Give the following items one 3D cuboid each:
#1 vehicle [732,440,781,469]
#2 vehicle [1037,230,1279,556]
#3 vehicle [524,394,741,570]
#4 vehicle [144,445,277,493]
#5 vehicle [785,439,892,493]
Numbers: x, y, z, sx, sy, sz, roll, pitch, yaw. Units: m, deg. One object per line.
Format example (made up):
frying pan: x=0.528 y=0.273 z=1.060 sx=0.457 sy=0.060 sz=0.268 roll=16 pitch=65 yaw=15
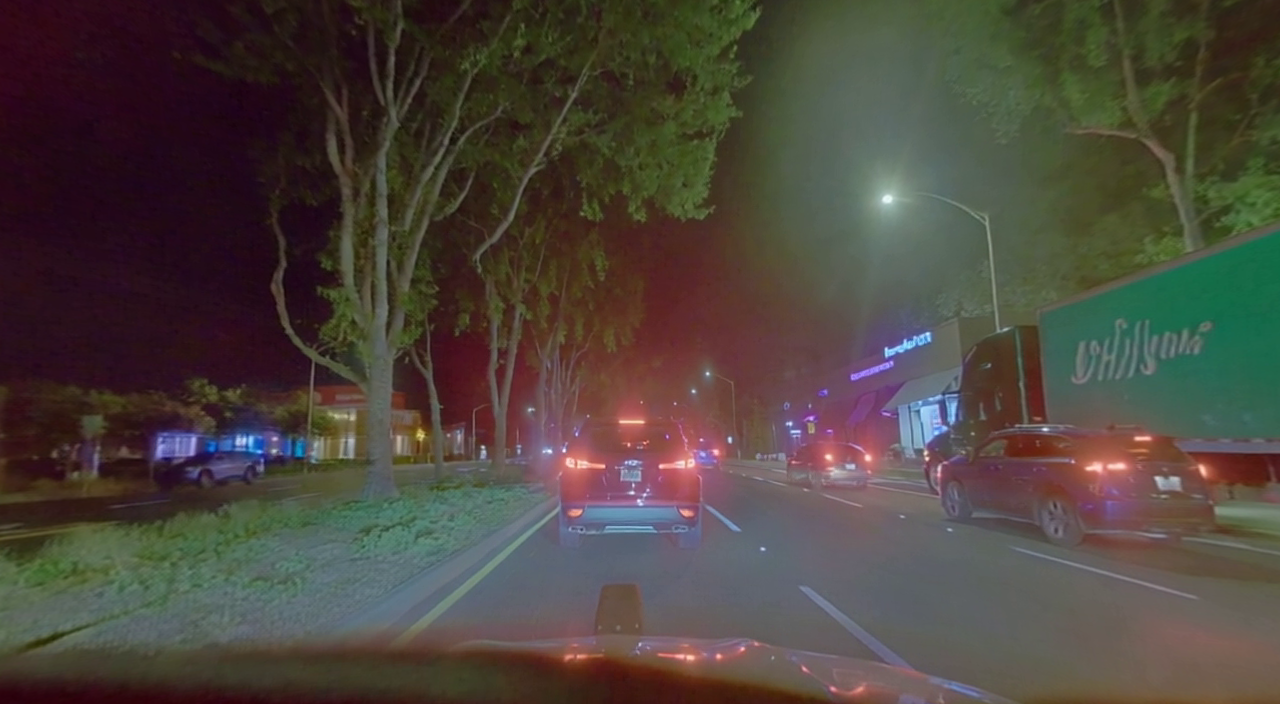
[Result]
vehicle: x=6.479 y=5.741 z=35.649 sx=1.914 sy=1.523 sz=4.287 roll=0 pitch=-9 yaw=-1
vehicle: x=9.968 y=-0.035 z=4.582 sx=2.879 sy=4.284 sz=17.334 roll=0 pitch=-9 yaw=0
vehicle: x=-0.115 y=1.706 z=8.952 sx=2.320 sy=1.880 sz=4.192 roll=0 pitch=-9 yaw=-1
vehicle: x=-19.248 y=5.223 z=28.712 sx=2.302 sy=1.939 sz=5.221 roll=0 pitch=-9 yaw=1
vehicle: x=6.273 y=3.640 z=20.585 sx=2.035 sy=1.553 sz=4.465 roll=0 pitch=-9 yaw=0
